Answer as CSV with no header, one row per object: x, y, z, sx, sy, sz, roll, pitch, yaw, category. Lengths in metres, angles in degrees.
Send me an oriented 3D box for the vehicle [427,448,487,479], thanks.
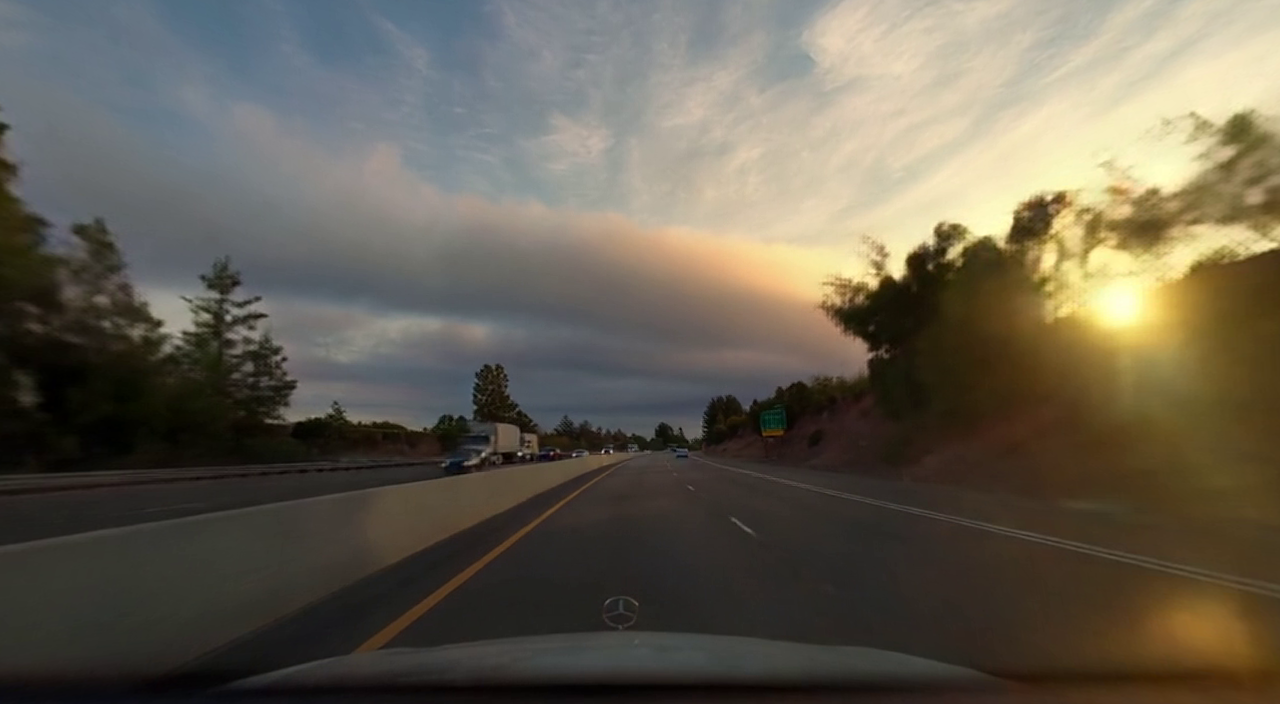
-9.481,5.782,32.814,1.851,1.472,3.982,-1,-9,1,vehicle
